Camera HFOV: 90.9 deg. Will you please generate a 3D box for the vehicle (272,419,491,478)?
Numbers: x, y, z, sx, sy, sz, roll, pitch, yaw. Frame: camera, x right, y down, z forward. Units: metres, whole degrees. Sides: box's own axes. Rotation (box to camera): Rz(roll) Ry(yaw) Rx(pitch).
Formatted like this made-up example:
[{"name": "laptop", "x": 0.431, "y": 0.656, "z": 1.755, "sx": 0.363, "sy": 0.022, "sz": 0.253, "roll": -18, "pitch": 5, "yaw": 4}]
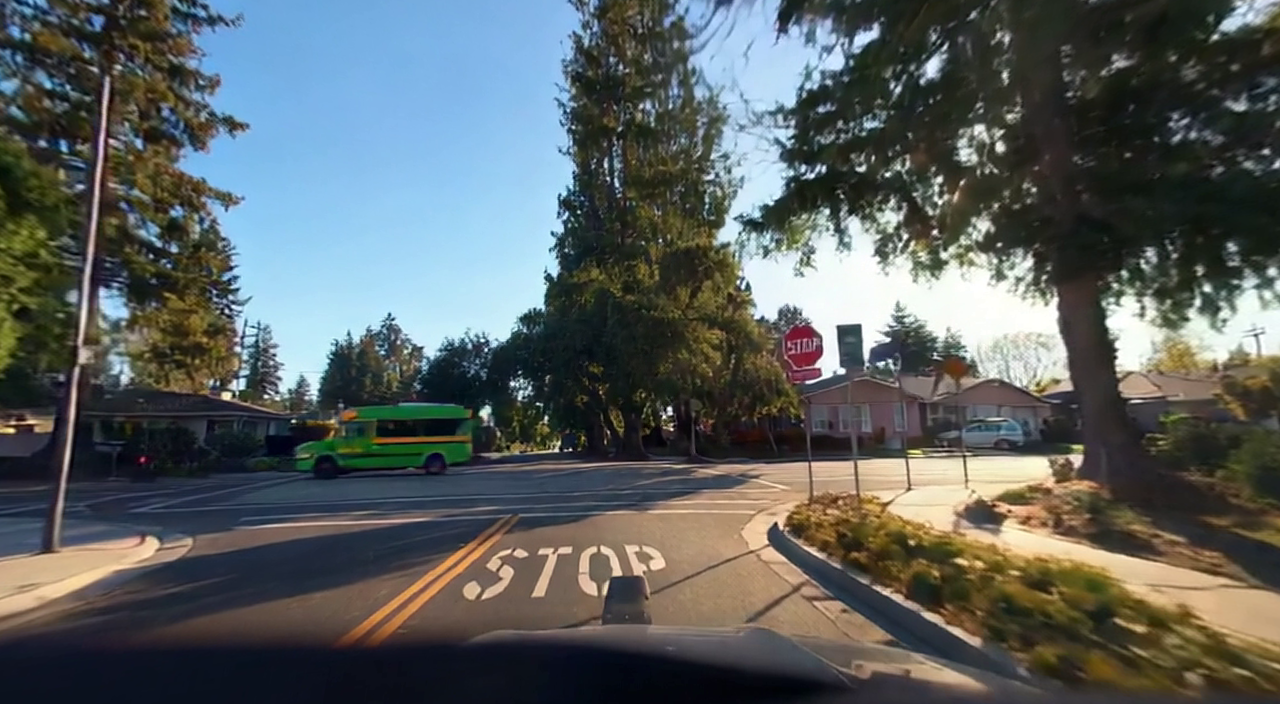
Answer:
[{"name": "vehicle", "x": -9.063, "y": 3.469, "z": 22.873, "sx": 6.877, "sy": 1.941, "sz": 2.405, "roll": 1, "pitch": -8, "yaw": -8}]
